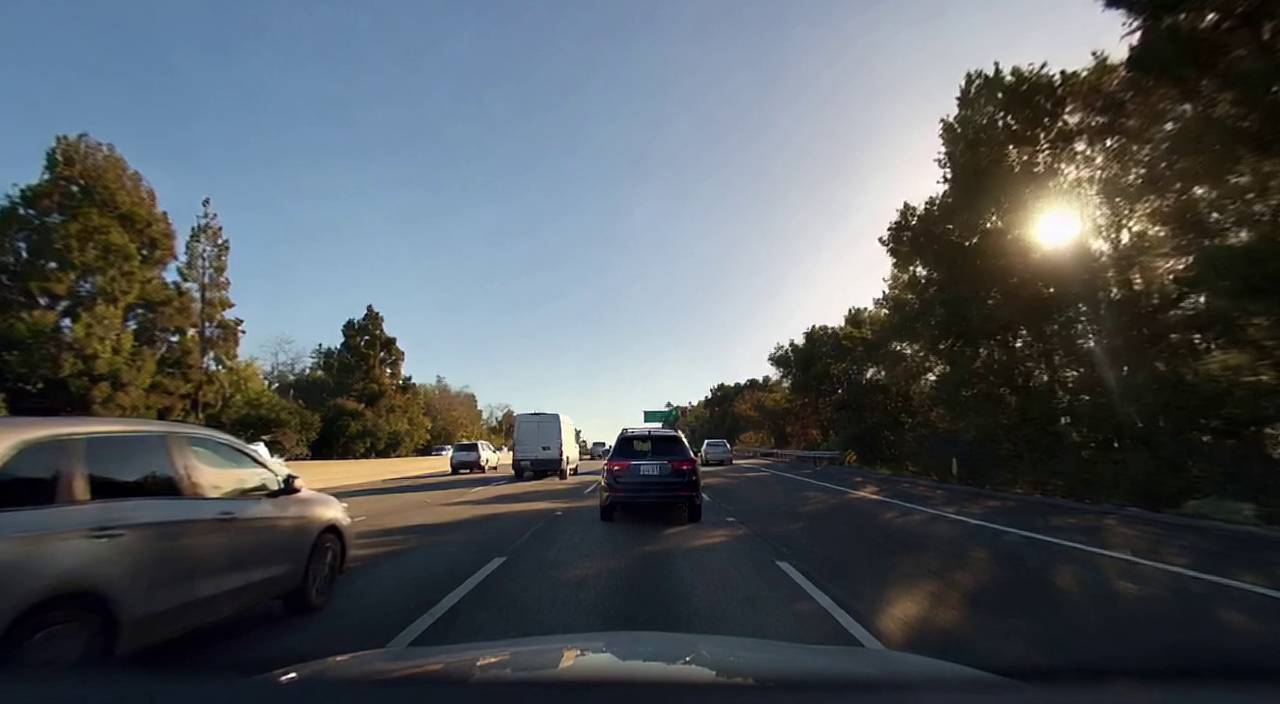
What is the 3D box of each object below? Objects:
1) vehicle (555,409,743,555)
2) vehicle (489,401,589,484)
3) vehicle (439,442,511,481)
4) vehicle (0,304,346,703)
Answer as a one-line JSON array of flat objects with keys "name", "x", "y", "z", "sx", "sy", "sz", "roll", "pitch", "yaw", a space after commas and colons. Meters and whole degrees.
[{"name": "vehicle", "x": 0.068, "y": 1.856, "z": 9.651, "sx": 2.223, "sy": 1.722, "sz": 4.177, "roll": 0, "pitch": -9, "yaw": -1}, {"name": "vehicle", "x": -3.161, "y": 3.043, "z": 21.181, "sx": 2.359, "sy": 2.399, "sz": 5.500, "roll": 0, "pitch": -9, "yaw": 1}, {"name": "vehicle", "x": -6.918, "y": 4.625, "z": 26.860, "sx": 1.877, "sy": 1.490, "sz": 4.141, "roll": 0, "pitch": -9, "yaw": 1}, {"name": "vehicle", "x": -3.490, "y": 0.813, "z": 2.906, "sx": 2.142, "sy": 1.808, "sz": 4.266, "roll": 0, "pitch": -9, "yaw": 0}]
